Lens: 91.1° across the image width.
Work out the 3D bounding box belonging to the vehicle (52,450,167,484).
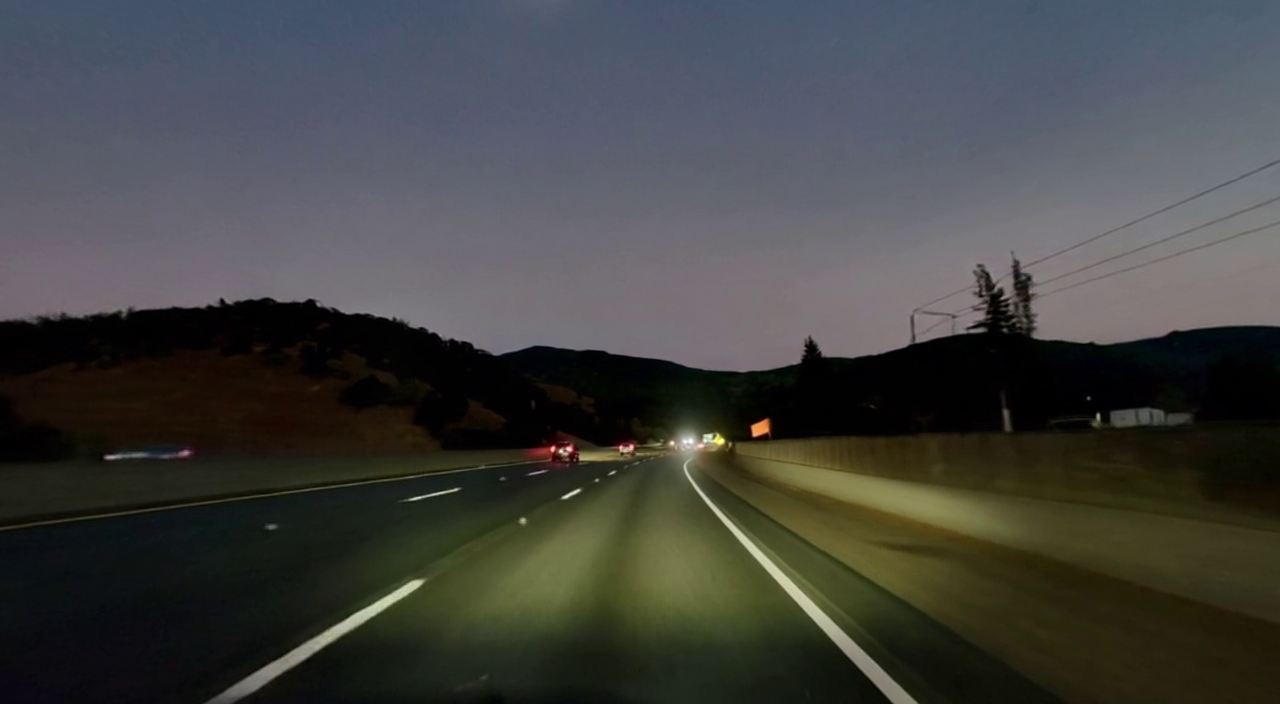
[{"bbox_3d":[-26.597,5.754,31.707,1.754,1.512,4.349,-1,-9,5],"label":"vehicle"}]

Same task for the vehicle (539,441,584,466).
[{"bbox_3d":[-5.084,6.629,41.204,2.010,1.489,4.456,-1,-9,5],"label":"vehicle"}]

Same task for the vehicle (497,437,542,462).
[{"bbox_3d":[-8.866,7.252,46.650,2.063,1.743,4.392,-1,-9,6],"label":"vehicle"}]
